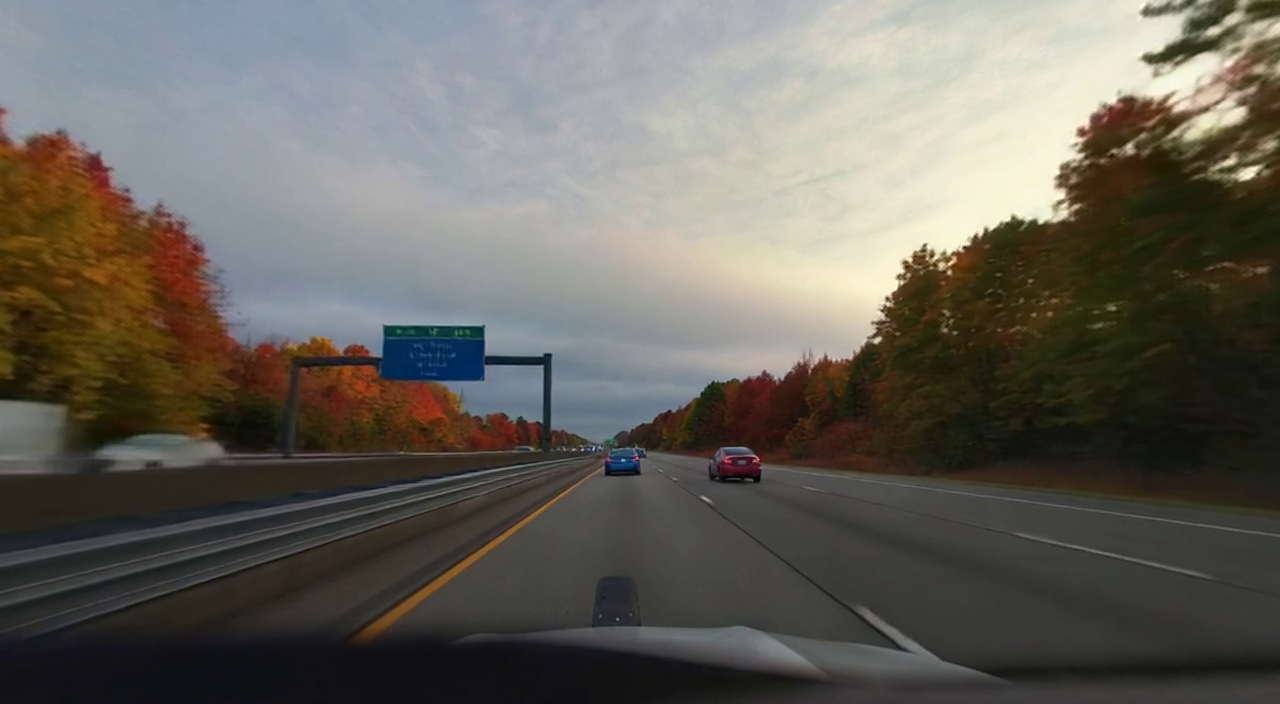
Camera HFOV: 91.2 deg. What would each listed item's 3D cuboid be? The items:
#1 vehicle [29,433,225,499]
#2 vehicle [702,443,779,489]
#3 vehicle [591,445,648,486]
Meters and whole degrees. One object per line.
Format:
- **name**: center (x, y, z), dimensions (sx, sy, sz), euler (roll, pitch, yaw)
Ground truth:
- **vehicle**: center (-13.719, 3.059, 17.149), dimensions (2.006, 1.561, 3.971), euler (0, -9, -1)
- **vehicle**: center (3.782, 4.354, 24.320), dimensions (2.300, 1.595, 4.144), euler (0, -9, 0)
- **vehicle**: center (-0.784, 4.550, 25.479), dimensions (2.128, 1.516, 4.410), euler (0, -9, 0)
